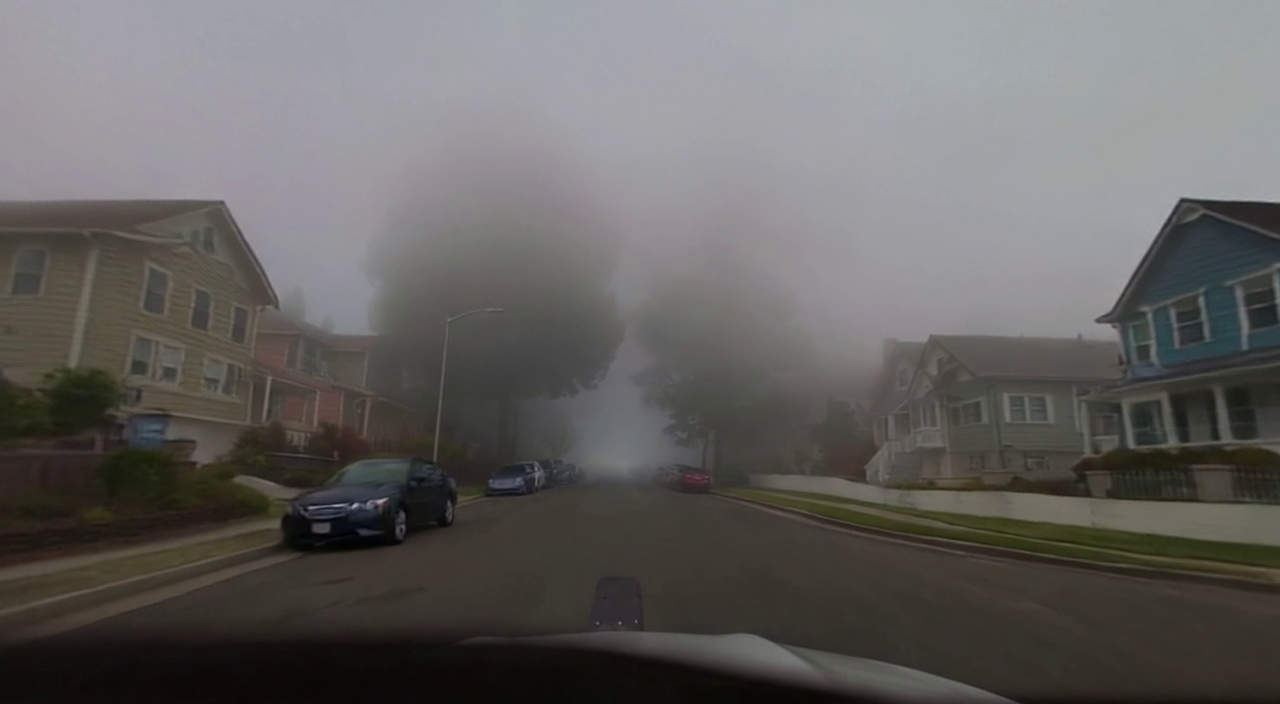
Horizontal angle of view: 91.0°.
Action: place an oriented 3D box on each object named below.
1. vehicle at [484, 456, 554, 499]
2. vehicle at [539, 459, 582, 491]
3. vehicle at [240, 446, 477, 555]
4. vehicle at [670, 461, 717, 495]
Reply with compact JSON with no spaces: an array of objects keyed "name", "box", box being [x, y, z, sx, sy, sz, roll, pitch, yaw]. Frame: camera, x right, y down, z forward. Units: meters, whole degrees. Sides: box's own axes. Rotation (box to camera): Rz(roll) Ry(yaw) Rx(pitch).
[{"name":"vehicle","box":[-4.810,5.066,25.819,2.020,1.470,5.300,0,-9,-2]},{"name":"vehicle","box":[-4.674,7.261,37.463,2.089,1.508,4.537,2,-7,-2]},{"name":"vehicle","box":[-4.563,2.482,11.212,2.080,1.471,4.638,1,-10,-1]},{"name":"vehicle","box":[2.684,6.414,32.345,1.888,1.484,4.476,0,-9,-2]}]
